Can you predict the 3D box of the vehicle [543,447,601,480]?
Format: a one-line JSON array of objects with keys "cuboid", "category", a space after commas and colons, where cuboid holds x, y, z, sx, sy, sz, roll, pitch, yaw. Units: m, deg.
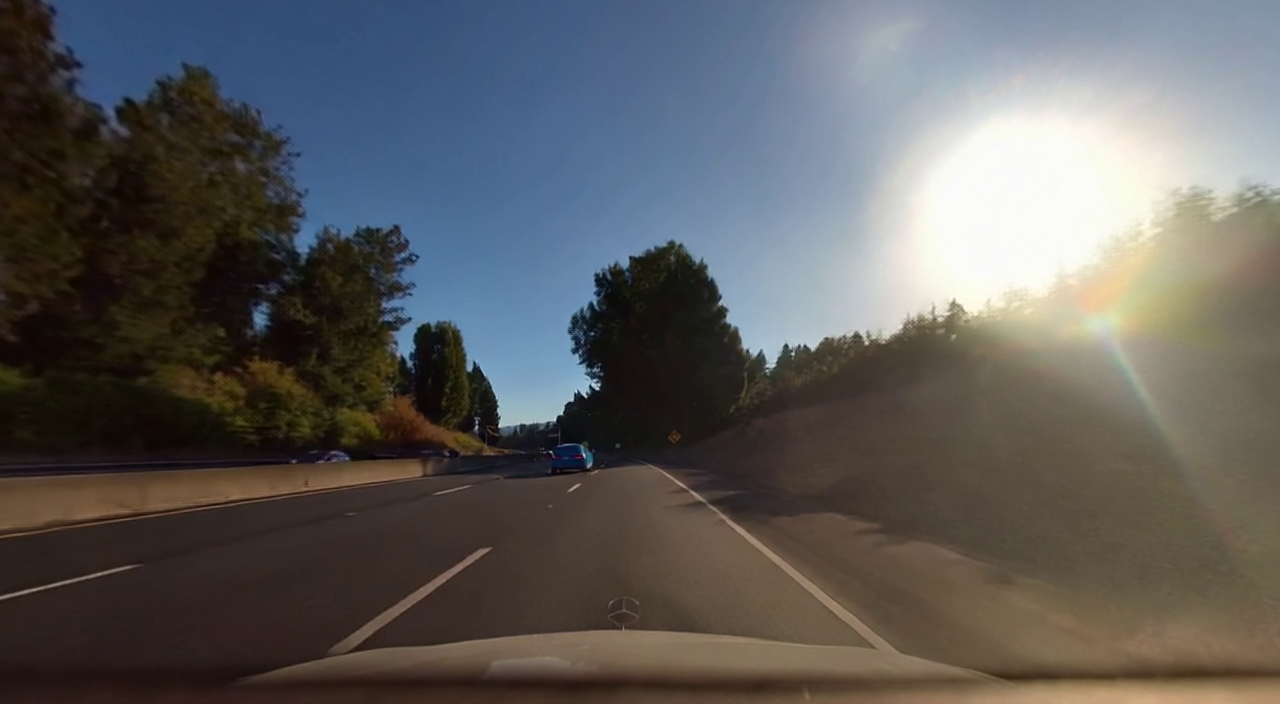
[{"cuboid": [-3.088, 5.182, 29.531, 2.126, 1.411, 4.433, -1, -9, 2], "category": "vehicle"}]
